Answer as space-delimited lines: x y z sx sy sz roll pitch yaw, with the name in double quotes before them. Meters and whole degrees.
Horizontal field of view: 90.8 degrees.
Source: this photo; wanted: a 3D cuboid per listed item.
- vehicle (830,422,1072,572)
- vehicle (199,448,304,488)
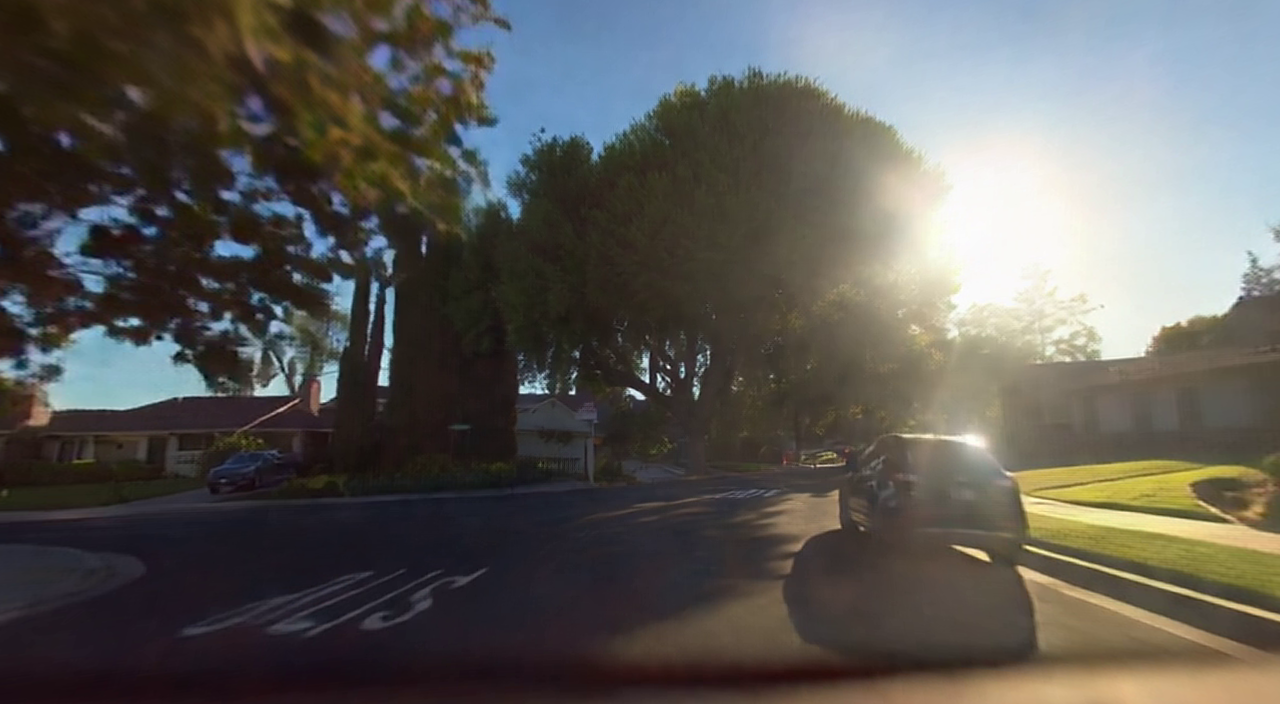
"vehicle" 4.336 2.072 9.754 2.053 1.737 4.375 -1 -9 9
"vehicle" -18.729 5.592 30.740 2.021 1.798 4.491 -1 -9 3
